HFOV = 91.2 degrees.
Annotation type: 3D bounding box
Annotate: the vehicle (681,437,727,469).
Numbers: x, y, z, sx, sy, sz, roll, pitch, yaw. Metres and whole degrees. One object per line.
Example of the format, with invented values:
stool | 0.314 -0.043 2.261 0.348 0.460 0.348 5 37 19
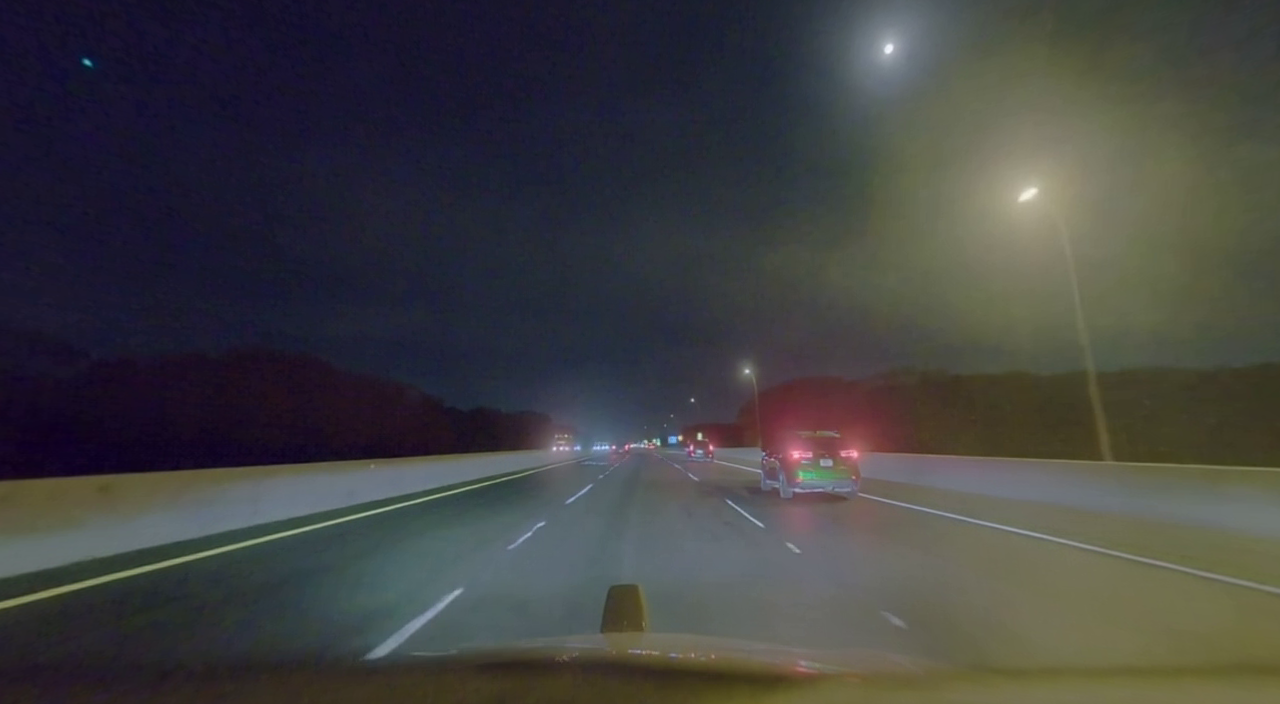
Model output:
vehicle | 3.567 5.756 35.984 2.202 1.682 4.188 0 -8 0
